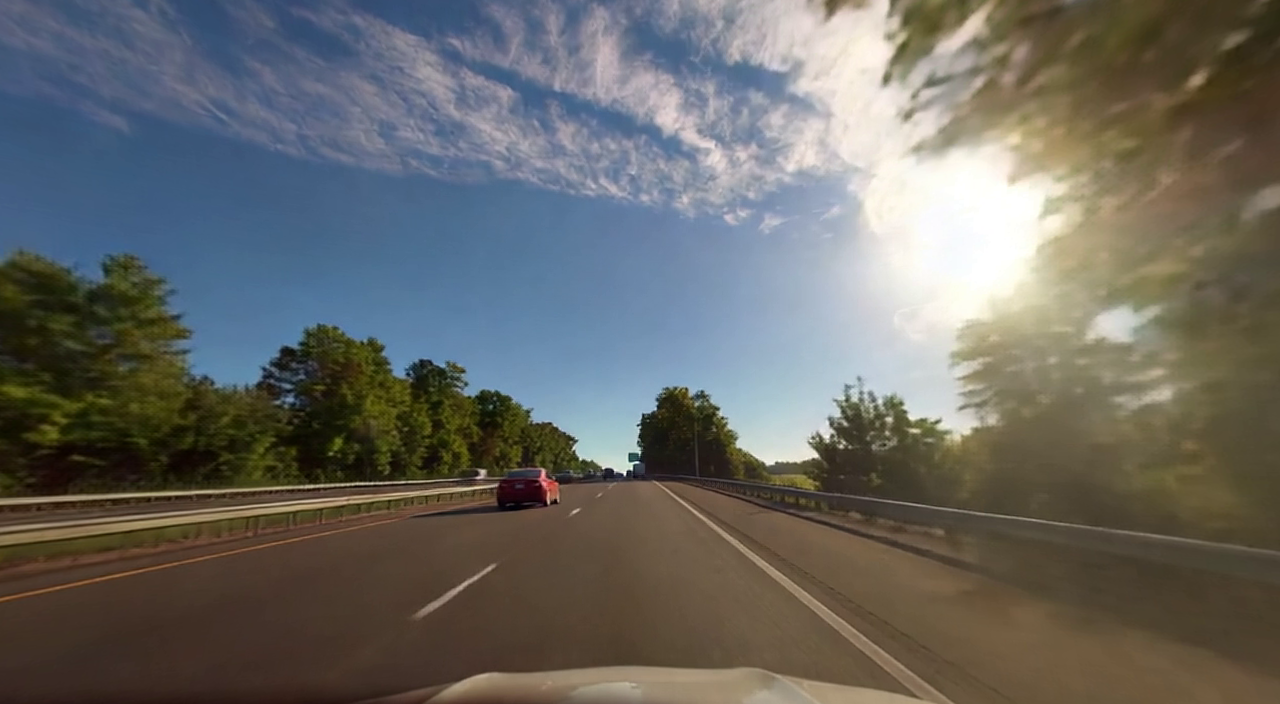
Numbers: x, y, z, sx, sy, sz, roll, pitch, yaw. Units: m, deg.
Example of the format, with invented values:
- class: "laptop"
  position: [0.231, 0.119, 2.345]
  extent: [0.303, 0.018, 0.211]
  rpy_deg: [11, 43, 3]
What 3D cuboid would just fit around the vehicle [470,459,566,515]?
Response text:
- class: "vehicle"
  position: [-3.675, 4.220, 19.992]
  extent: [2.006, 1.516, 4.820]
  rpy_deg: [1, -11, 1]
